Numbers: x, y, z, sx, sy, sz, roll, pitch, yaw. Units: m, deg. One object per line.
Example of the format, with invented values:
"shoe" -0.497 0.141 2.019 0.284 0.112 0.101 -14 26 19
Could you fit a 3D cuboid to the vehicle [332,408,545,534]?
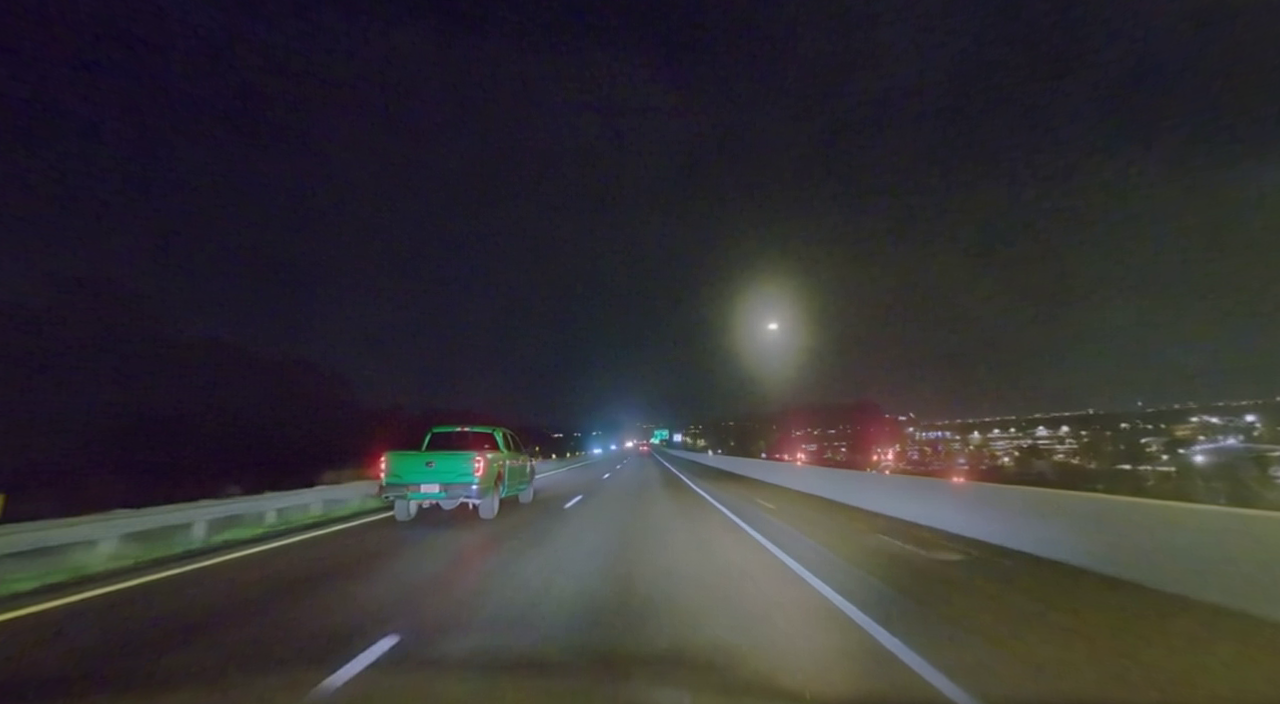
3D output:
"vehicle" -3.555 2.262 12.635 2.350 1.932 5.562 0 -8 1
